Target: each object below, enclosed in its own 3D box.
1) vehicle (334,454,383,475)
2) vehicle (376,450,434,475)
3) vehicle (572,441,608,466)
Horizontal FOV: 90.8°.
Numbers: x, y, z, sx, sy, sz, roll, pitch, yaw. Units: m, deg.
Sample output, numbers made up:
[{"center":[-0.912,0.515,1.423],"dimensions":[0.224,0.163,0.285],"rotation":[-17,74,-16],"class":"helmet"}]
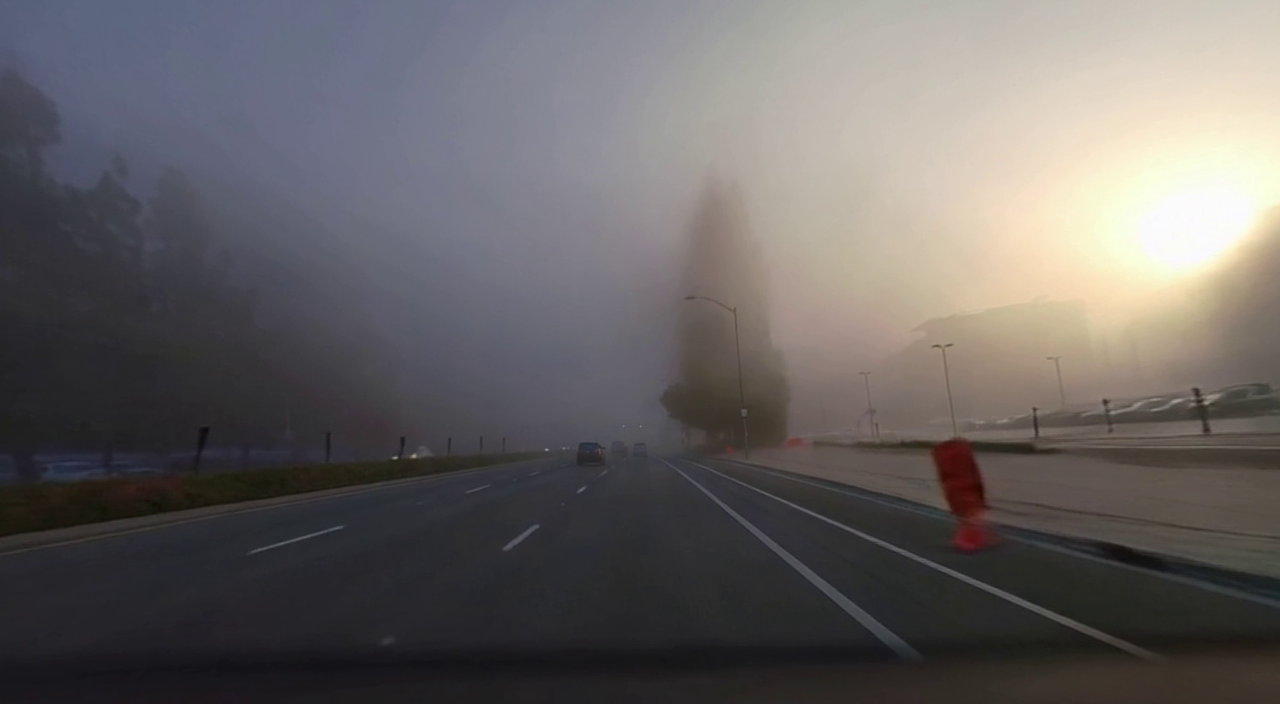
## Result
[{"center":[-21.791,8.725,49.080],"dimensions":[1.817,1.447,4.369],"rotation":[-1,-9,1],"class":"vehicle"},{"center":[-15.309,7.171,41.386],"dimensions":[1.882,1.472,4.796],"rotation":[-1,-9,1],"class":"vehicle"},{"center":[-3.444,7.056,44.009],"dimensions":[2.121,1.654,3.993],"rotation":[0,-9,1],"class":"vehicle"}]
